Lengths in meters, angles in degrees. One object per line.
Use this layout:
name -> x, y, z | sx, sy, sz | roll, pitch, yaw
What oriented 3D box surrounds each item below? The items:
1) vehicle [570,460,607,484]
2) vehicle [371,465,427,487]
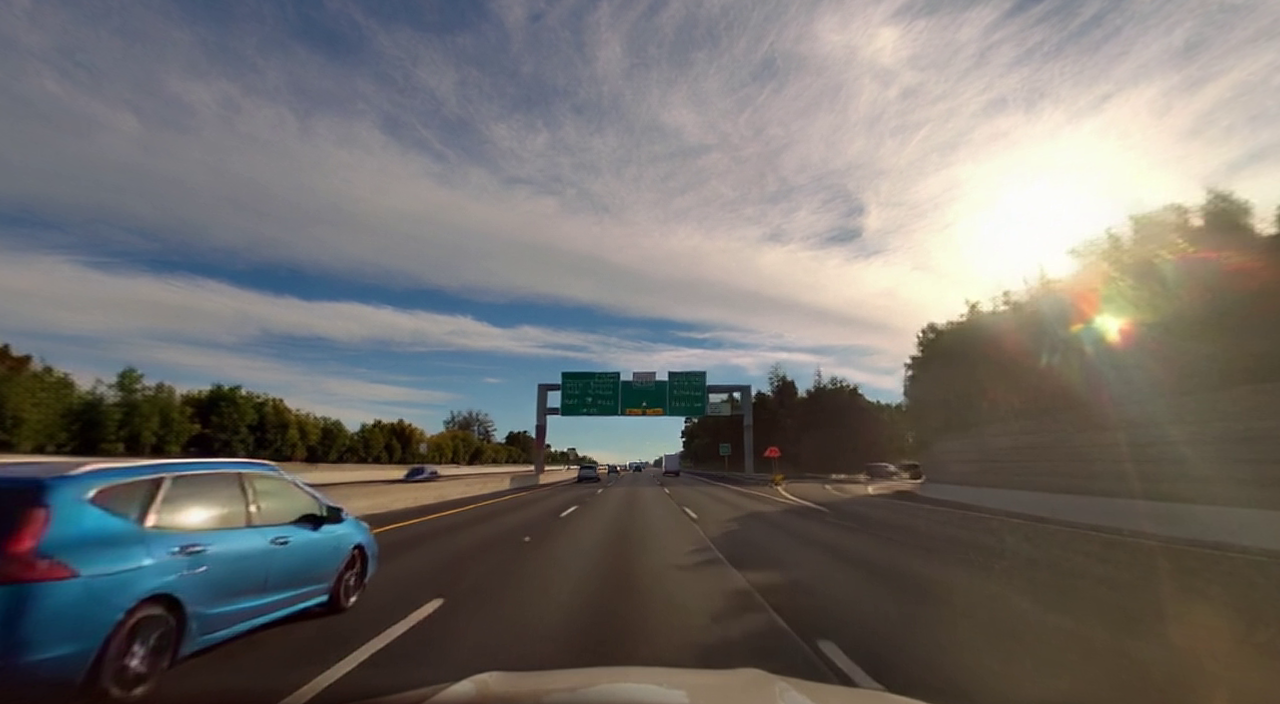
vehicle -> -3.422, 8.129, 42.703 | 2.045, 1.487, 4.582 | 1, -10, 1
vehicle -> -15.375, 7.955, 40.455 | 1.775, 1.279, 4.511 | 1, -10, 1
